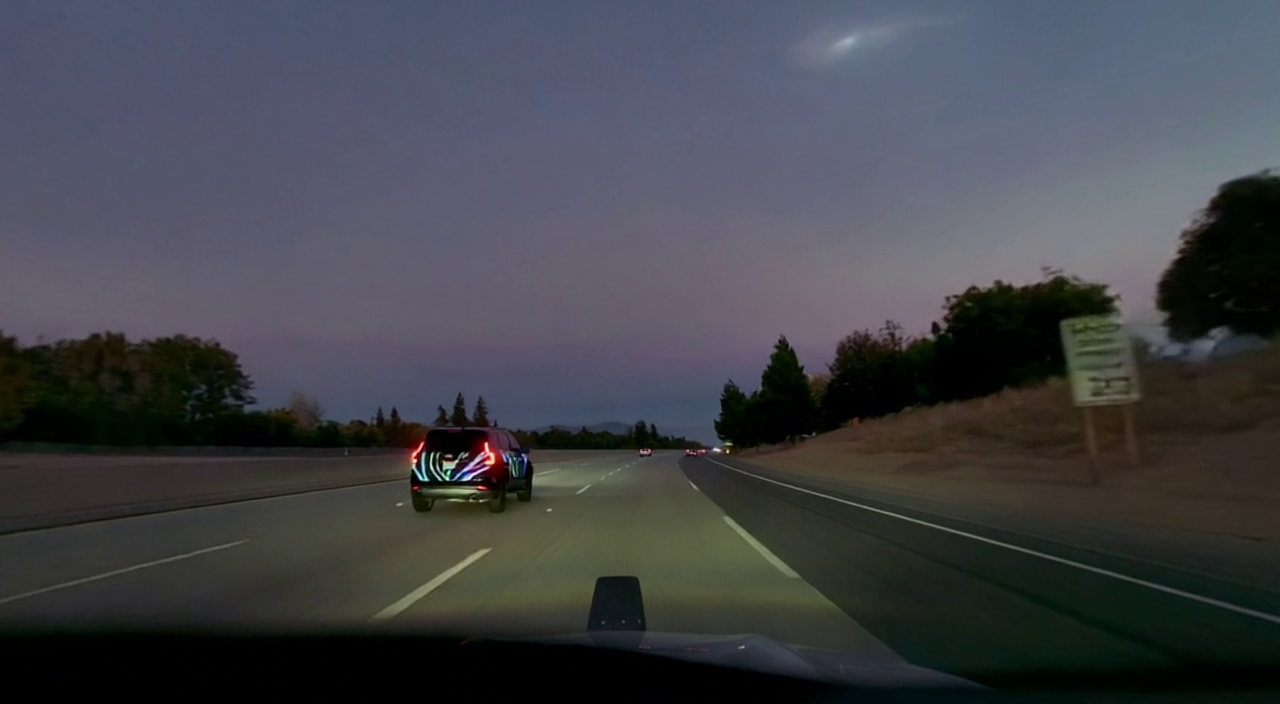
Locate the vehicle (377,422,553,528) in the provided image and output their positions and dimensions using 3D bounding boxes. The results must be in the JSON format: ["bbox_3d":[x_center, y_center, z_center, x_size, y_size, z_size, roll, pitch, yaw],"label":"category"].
[{"bbox_3d":[-3.355,2.460,13.260,2.183,1.803,4.685,0,-8,2],"label":"vehicle"}]
